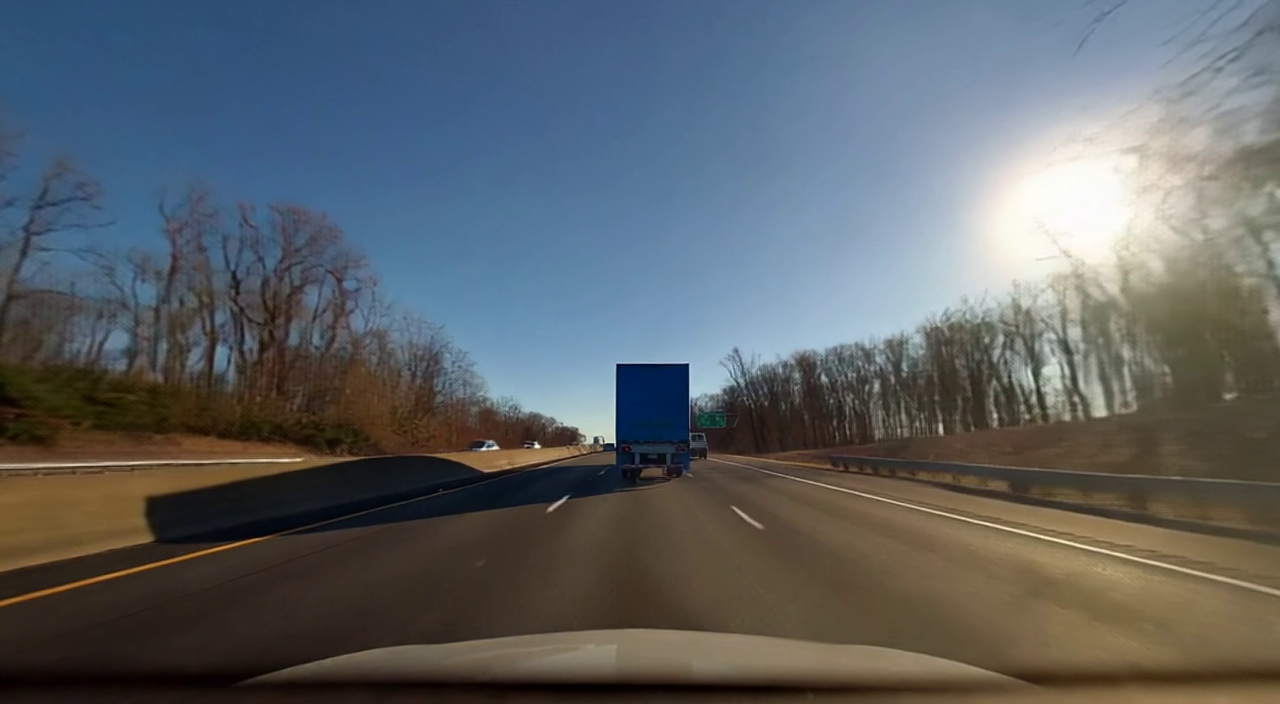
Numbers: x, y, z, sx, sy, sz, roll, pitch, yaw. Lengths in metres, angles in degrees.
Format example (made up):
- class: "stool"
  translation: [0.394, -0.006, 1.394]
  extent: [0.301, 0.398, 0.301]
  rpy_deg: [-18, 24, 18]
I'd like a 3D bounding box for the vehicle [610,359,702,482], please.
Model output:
- class: "vehicle"
  translation: [0.553, 3.001, 25.955]
  extent: [3.010, 4.039, 10.481]
  rpy_deg: [0, -8, 0]
